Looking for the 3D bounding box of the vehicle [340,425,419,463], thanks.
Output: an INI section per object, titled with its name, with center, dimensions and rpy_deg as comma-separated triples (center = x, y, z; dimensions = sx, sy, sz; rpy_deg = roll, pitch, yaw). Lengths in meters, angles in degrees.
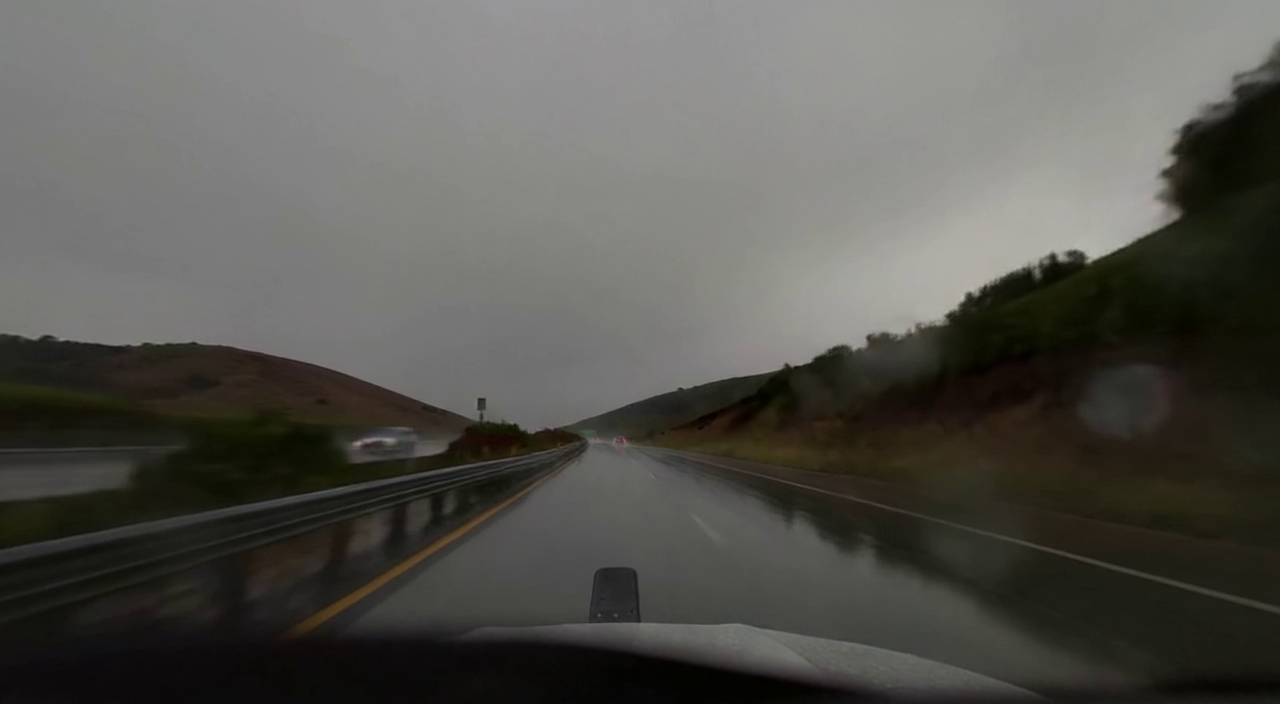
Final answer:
[vehicle]
center = -12.883, 4.596, 31.462
dimensions = 2.143, 1.728, 4.574
rpy_deg = 0, -8, -3
